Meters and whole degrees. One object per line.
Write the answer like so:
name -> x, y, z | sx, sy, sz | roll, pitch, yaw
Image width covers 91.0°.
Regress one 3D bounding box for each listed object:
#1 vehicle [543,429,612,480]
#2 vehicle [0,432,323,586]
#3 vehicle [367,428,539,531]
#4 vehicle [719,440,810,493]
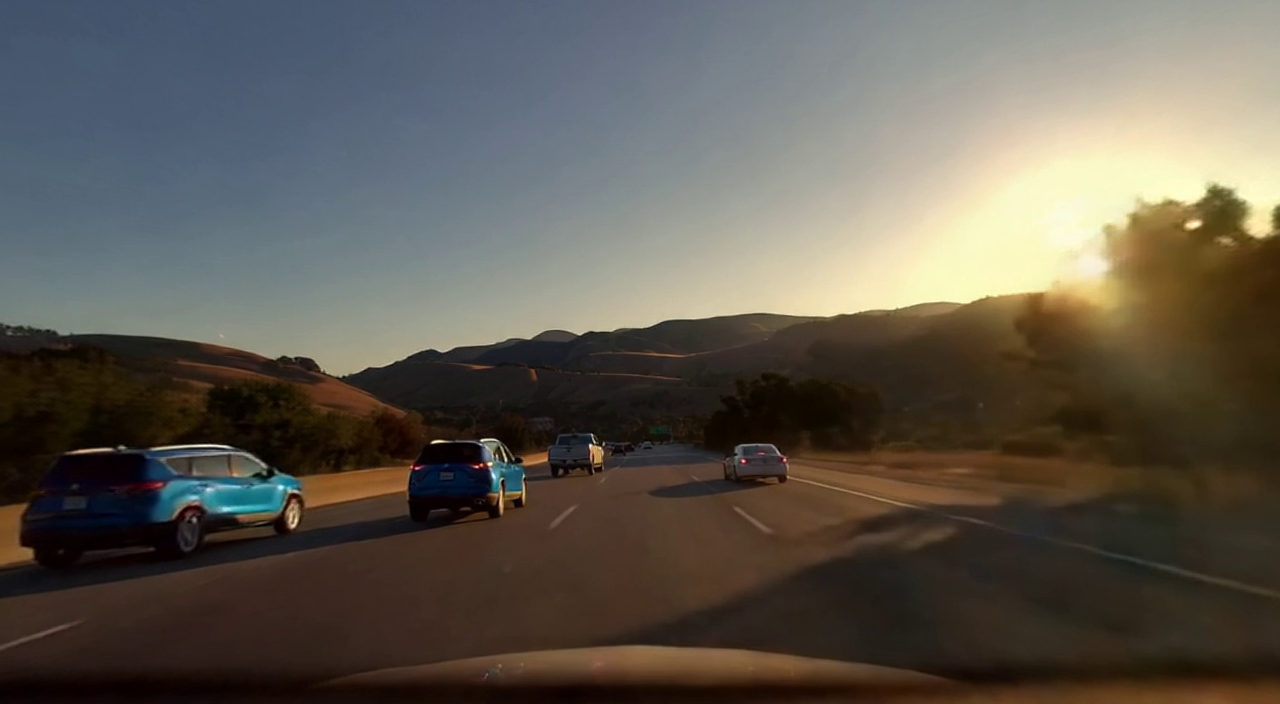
vehicle -> -2.769, 4.774, 29.492 | 2.494, 2.136, 5.539 | 0, -8, 2
vehicle -> -6.913, 2.040, 9.179 | 2.084, 1.639, 4.648 | 0, -8, 1
vehicle -> -3.503, 2.473, 12.789 | 2.080, 1.716, 4.207 | 0, -8, 2
vehicle -> 4.044, 3.795, 21.321 | 2.071, 1.570, 4.637 | 0, -8, 0
